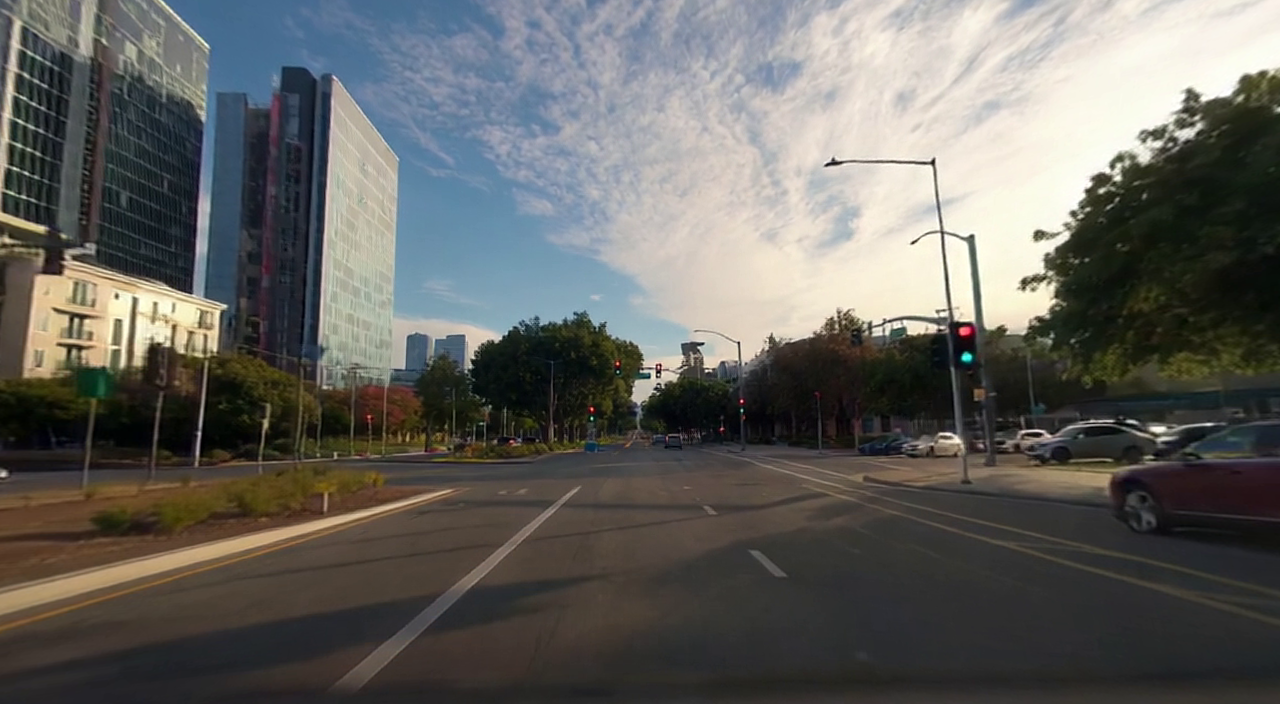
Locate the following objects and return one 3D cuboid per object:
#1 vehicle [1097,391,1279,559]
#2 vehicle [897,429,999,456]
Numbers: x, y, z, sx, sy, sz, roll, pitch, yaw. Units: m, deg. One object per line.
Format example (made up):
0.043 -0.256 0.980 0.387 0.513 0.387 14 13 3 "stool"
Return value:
8.088 1.365 7.101 2.100 1.828 4.879 0 -8 -2 "vehicle"
17.858 5.287 36.774 4.916 1.504 1.846 0 -8 -1 "vehicle"
